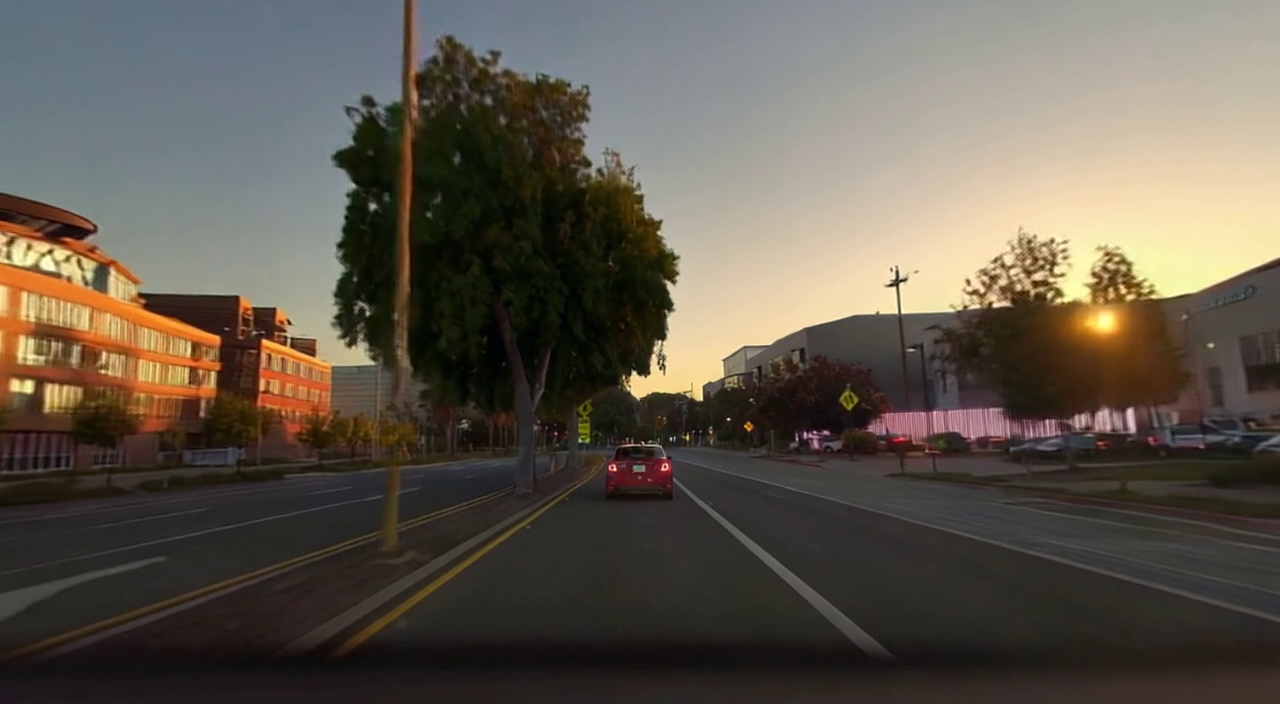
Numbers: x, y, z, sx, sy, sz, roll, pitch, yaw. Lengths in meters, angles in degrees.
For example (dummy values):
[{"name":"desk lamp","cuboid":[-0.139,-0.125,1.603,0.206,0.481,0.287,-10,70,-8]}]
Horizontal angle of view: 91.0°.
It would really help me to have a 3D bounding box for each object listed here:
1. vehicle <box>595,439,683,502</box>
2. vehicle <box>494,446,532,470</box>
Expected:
[{"name":"vehicle","cuboid":[-0.065,3.151,17.155,2.126,1.475,3.967,0,-9,-1]},{"name":"vehicle","cuboid":[-9.297,7.813,46.481,1.903,1.476,4.395,-5,-8,-1]}]
